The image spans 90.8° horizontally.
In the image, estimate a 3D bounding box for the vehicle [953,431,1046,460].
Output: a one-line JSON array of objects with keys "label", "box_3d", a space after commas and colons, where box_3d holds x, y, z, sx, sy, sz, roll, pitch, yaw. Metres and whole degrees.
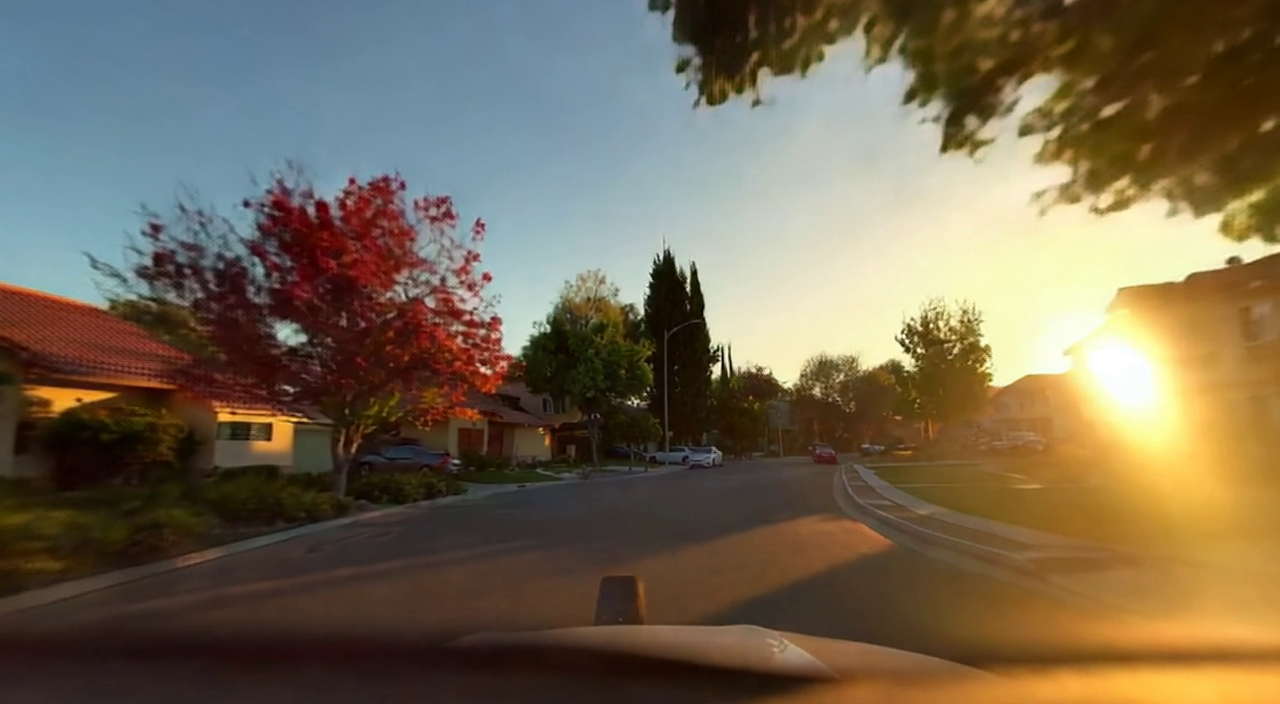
[{"label": "vehicle", "box_3d": [21.797, 5.719, 38.463, 4.384, 1.688, 1.956, 0, -9, 1]}]

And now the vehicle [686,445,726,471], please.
[{"label": "vehicle", "box_3d": [5.055, 8.010, 48.023, 2.215, 1.859, 4.765, -2, -8, 16]}]
